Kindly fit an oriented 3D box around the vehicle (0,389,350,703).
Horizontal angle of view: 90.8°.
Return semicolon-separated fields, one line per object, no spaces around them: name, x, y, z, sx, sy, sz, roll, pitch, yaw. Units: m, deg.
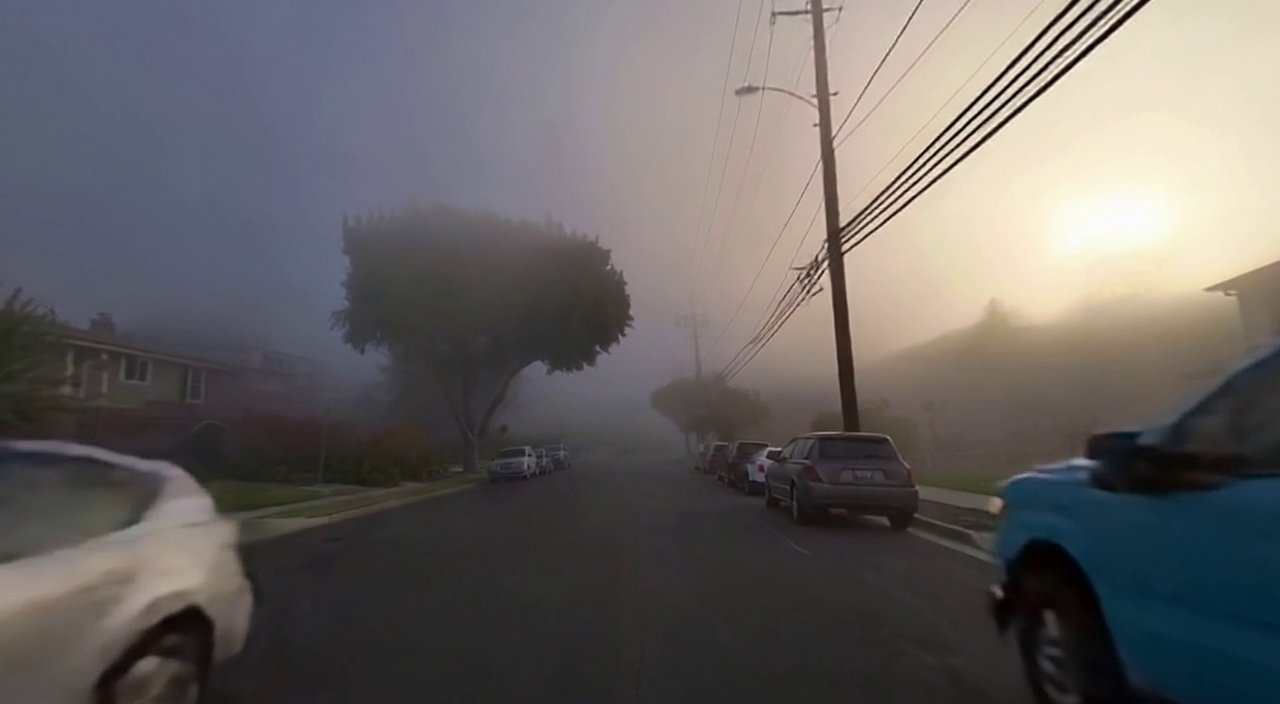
vehicle;-2.919;0.862;1.608;2.213;1.548;4.370;0;-9;1

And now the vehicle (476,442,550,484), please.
vehicle;-5.738;5.063;29.190;2.226;1.768;4.780;0;-9;3

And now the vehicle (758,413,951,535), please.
vehicle;3.579;2.133;11.604;2.012;1.777;4.505;0;-9;1

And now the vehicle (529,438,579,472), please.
vehicle;-5.670;6.880;42.468;2.455;2.045;6.171;0;-9;0

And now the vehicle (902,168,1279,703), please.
vehicle;2.910;0.401;0.825;2.437;2.015;6.511;0;-9;1
